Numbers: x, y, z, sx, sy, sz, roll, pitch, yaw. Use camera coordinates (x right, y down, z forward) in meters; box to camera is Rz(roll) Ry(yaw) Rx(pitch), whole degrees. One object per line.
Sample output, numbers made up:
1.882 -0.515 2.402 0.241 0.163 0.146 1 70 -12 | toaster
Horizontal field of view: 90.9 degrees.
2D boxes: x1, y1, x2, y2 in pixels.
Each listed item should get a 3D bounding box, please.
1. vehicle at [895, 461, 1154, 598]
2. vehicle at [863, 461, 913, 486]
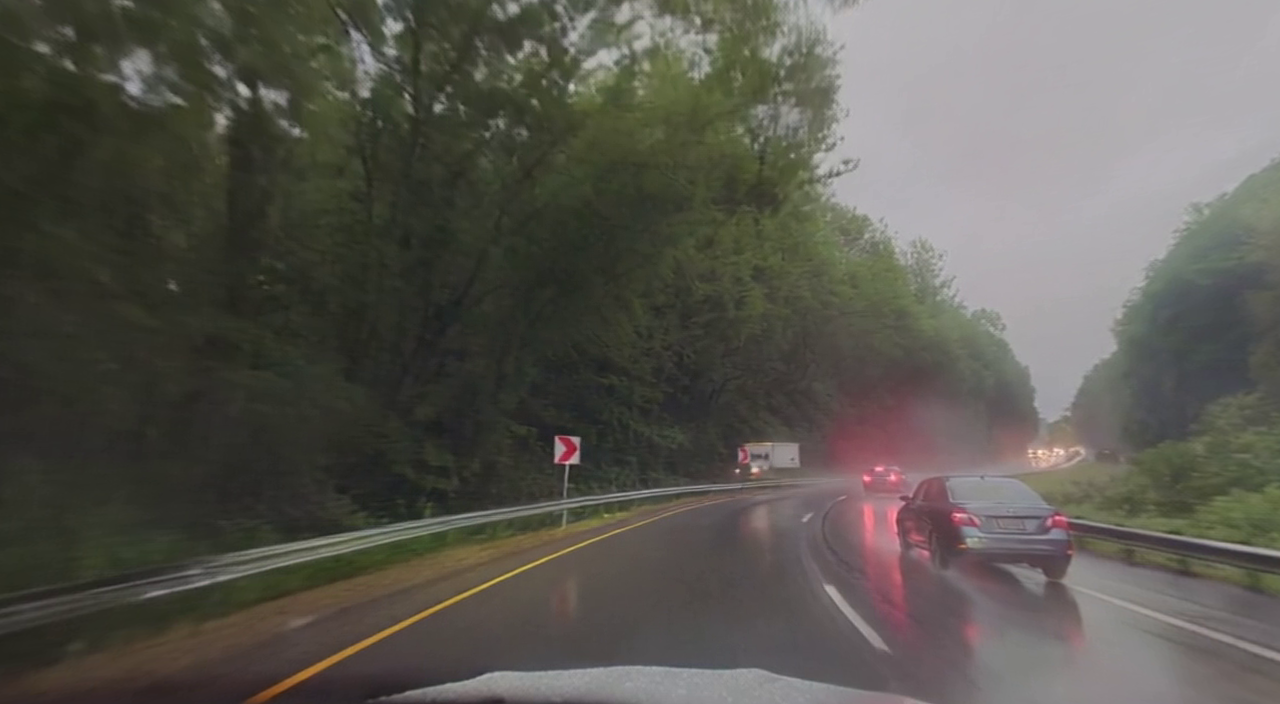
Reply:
5.570 2.565 9.901 2.023 1.593 4.105 -1 -11 10 | vehicle
16.402 8.009 41.564 1.992 1.503 3.793 -7 -13 37 | vehicle
